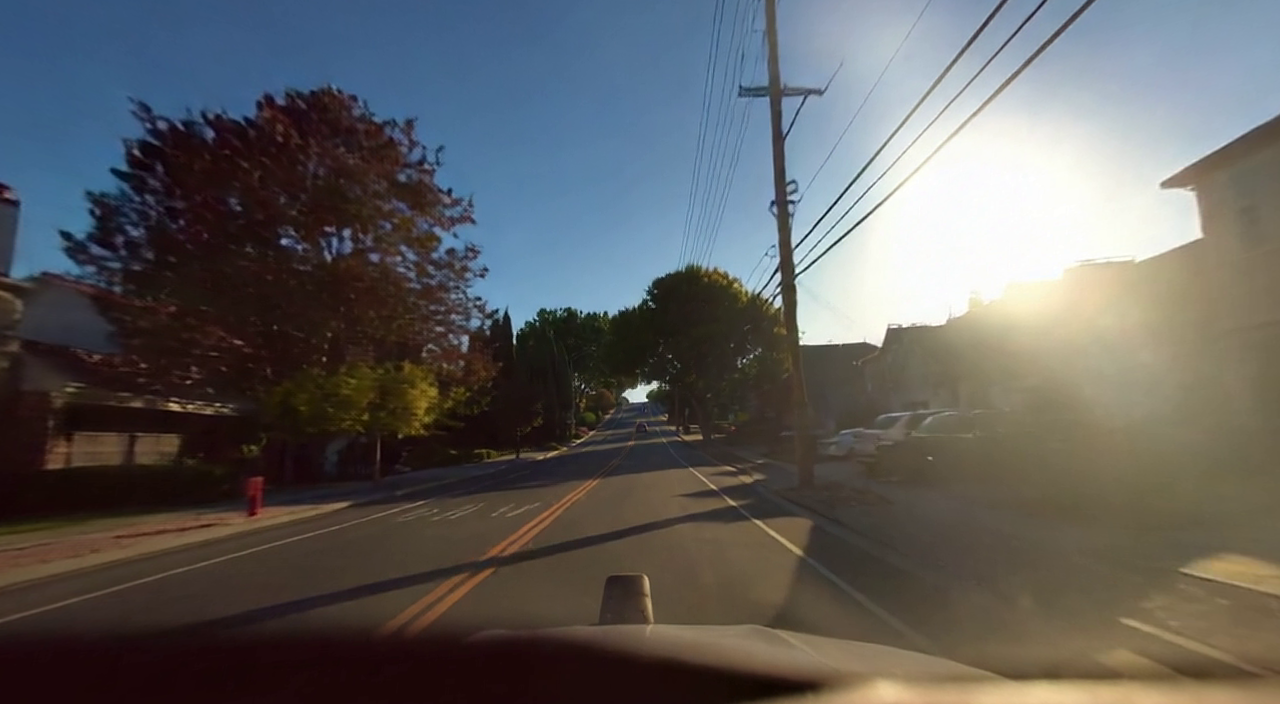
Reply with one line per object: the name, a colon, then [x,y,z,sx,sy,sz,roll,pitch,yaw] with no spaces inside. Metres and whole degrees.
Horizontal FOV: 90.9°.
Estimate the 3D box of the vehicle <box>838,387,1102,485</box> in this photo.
vehicle: [9.249,2.420,18.158,6.133,2.254,2.383,-3,-8,-2]
